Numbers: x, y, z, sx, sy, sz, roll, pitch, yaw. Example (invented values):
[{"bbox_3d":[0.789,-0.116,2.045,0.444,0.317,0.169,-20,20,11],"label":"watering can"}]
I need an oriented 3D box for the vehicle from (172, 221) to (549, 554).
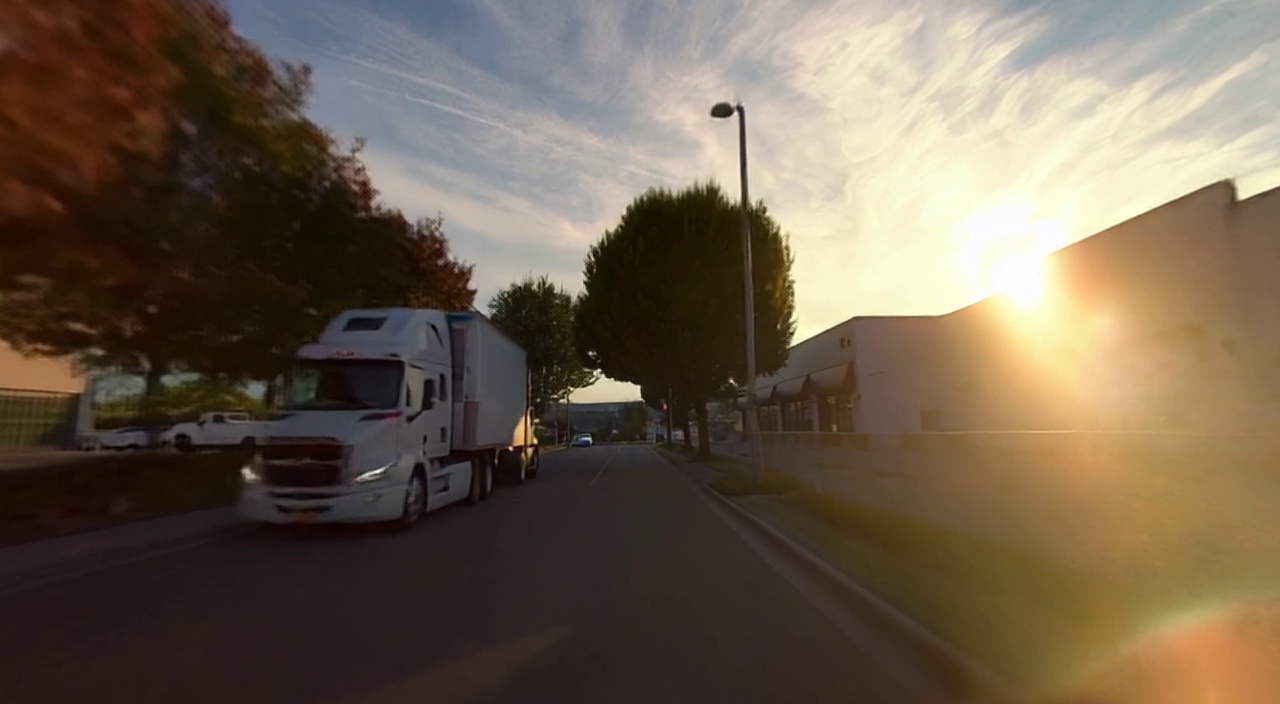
[{"bbox_3d":[-4.983,1.378,16.464,2.976,4.754,15.127,0,-7,0],"label":"vehicle"}]
